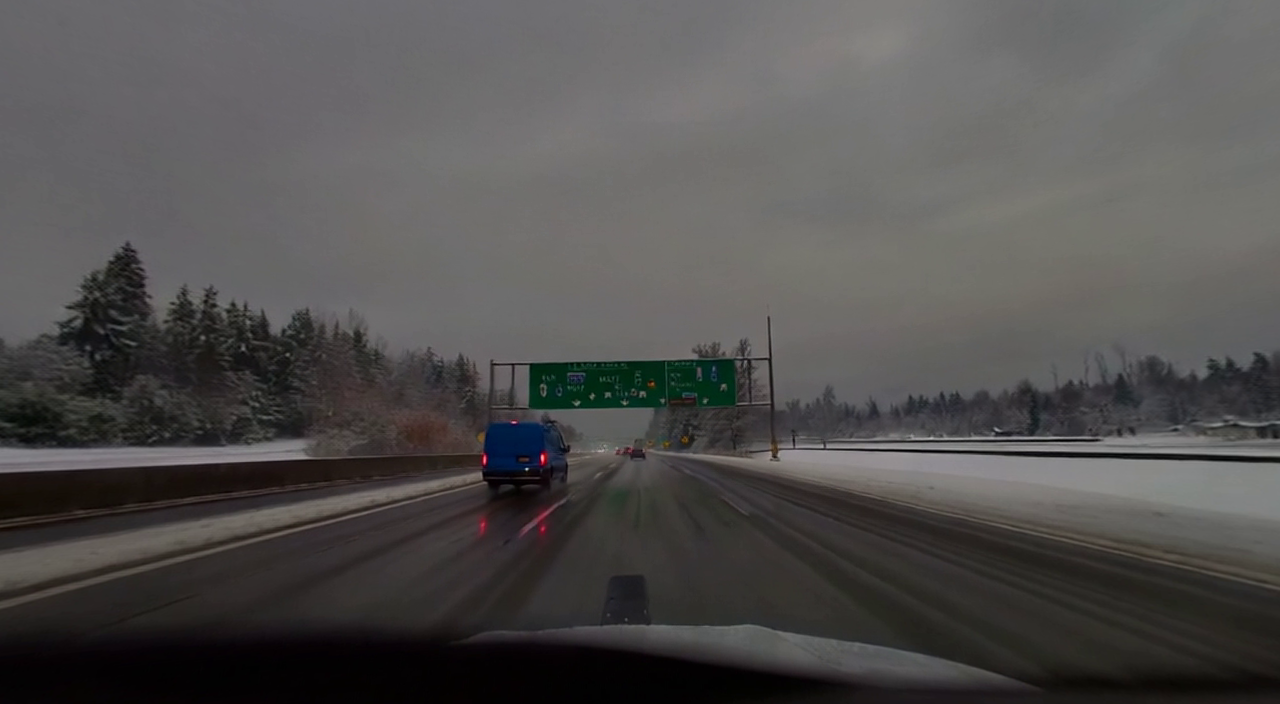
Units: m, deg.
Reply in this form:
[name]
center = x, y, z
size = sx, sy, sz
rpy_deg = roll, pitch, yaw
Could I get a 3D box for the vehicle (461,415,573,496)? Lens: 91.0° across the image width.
[vehicle]
center = -3.369, 2.953, 18.311
size = 2.281, 2.025, 4.586
rpy_deg = 0, -8, 0
